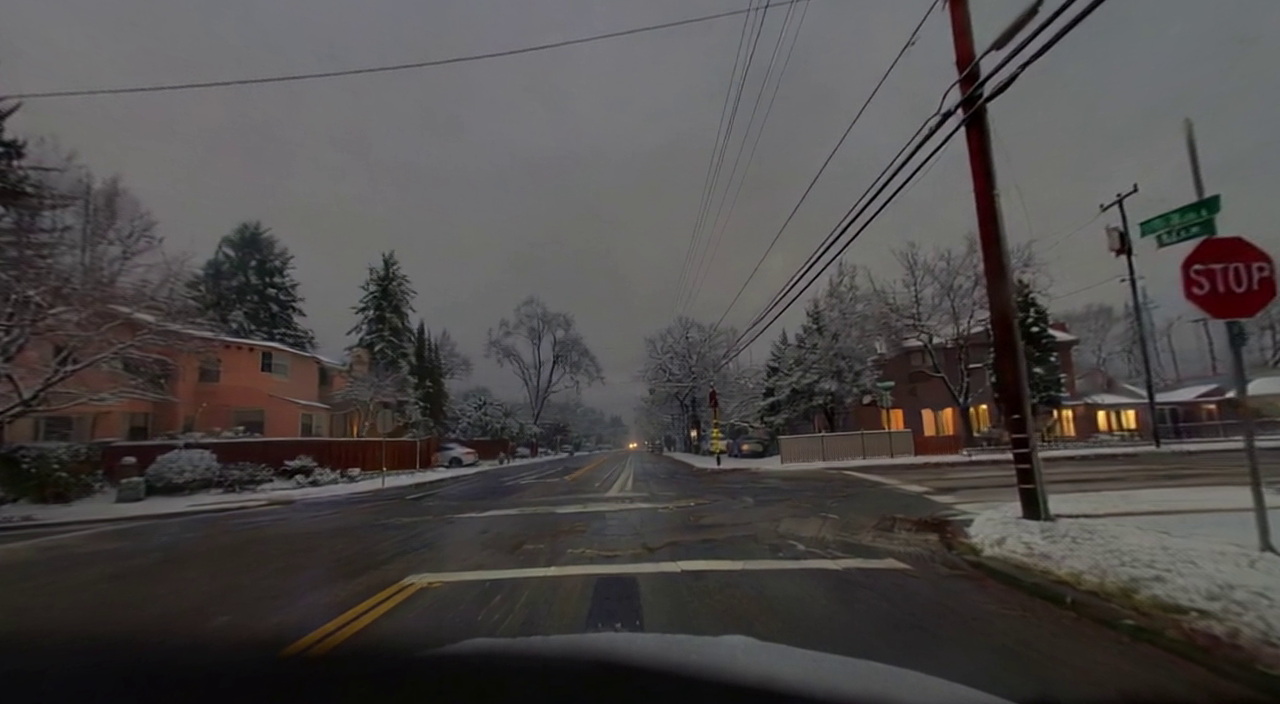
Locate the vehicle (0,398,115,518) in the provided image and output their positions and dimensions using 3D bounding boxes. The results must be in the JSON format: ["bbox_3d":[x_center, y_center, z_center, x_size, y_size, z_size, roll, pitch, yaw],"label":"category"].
[{"bbox_3d":[-19.863,3.306,19.510,2.842,3.181,8.576,5,-12,-22],"label":"vehicle"}]

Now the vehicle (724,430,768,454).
[{"bbox_3d":[8.132,7.001,48.841,1.998,1.756,4.395,1,-9,-10],"label":"vehicle"}]

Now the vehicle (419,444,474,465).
[{"bbox_3d":[-15.014,7.962,49.132,3.652,1.553,1.701,-1,-8,4],"label":"vehicle"}]
